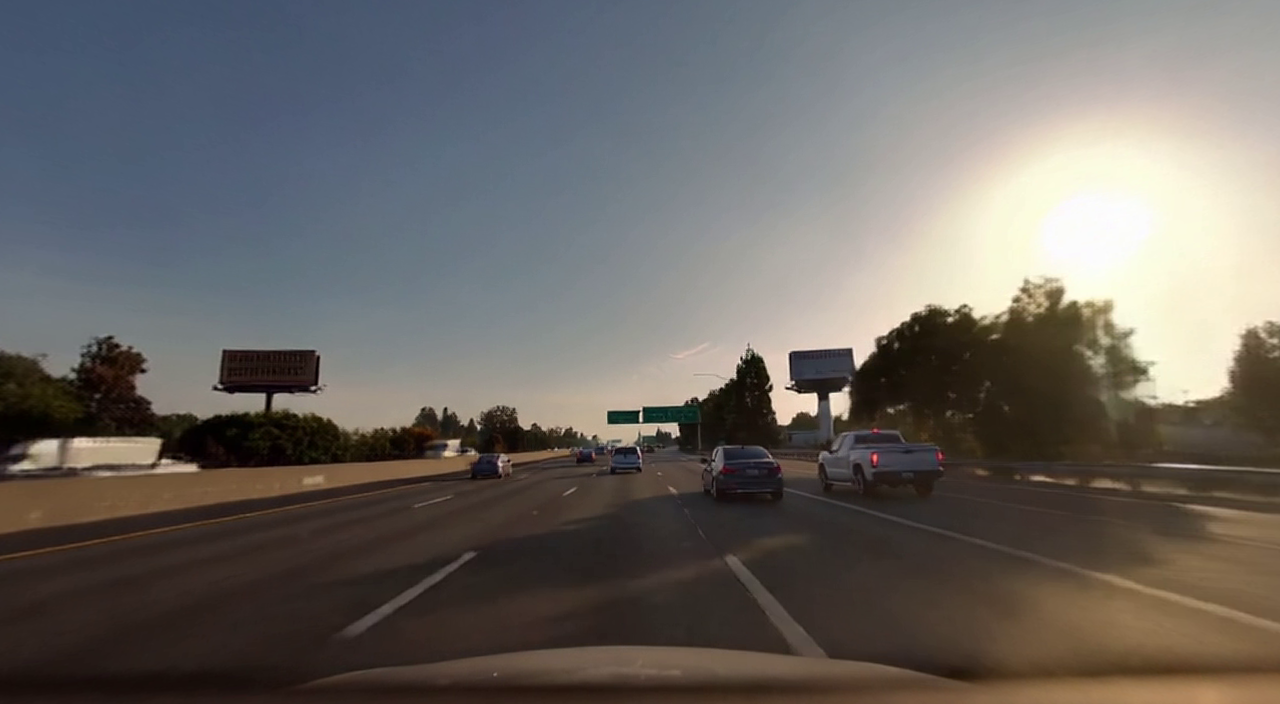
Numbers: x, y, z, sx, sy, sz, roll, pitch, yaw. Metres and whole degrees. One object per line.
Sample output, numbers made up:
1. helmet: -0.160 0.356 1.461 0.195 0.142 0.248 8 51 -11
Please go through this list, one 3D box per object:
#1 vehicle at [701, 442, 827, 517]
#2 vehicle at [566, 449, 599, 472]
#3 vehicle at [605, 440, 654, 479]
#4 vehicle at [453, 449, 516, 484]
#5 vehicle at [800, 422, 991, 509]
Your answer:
1. vehicle: 2.693 2.877 14.846 2.011 1.462 4.286 0 -8 -1
2. vehicle: -4.042 7.681 44.912 1.935 1.487 4.076 0 -8 0
3. vehicle: -0.540 5.452 32.328 2.323 1.805 4.729 0 -8 -1
4. vehicle: -7.301 5.397 30.097 1.920 1.482 4.385 0 -8 0
5. vehicle: 6.456 2.977 17.097 2.635 1.919 5.907 0 -8 0
